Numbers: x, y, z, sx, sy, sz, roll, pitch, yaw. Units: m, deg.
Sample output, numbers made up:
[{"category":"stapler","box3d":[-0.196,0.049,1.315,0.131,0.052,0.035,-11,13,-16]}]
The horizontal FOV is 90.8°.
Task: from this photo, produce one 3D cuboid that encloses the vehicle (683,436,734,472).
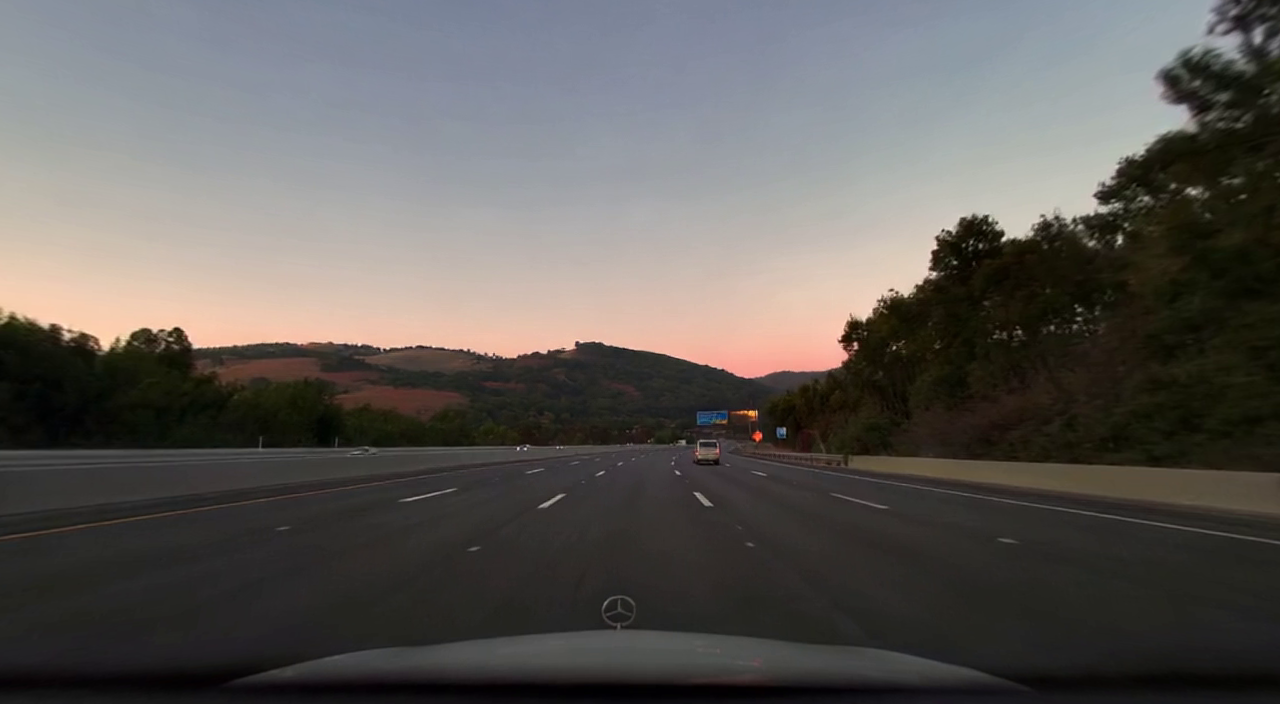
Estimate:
[{"category":"vehicle","box3d":[3.524,5.365,33.318,2.224,1.738,4.376,0,-9,0]}]
